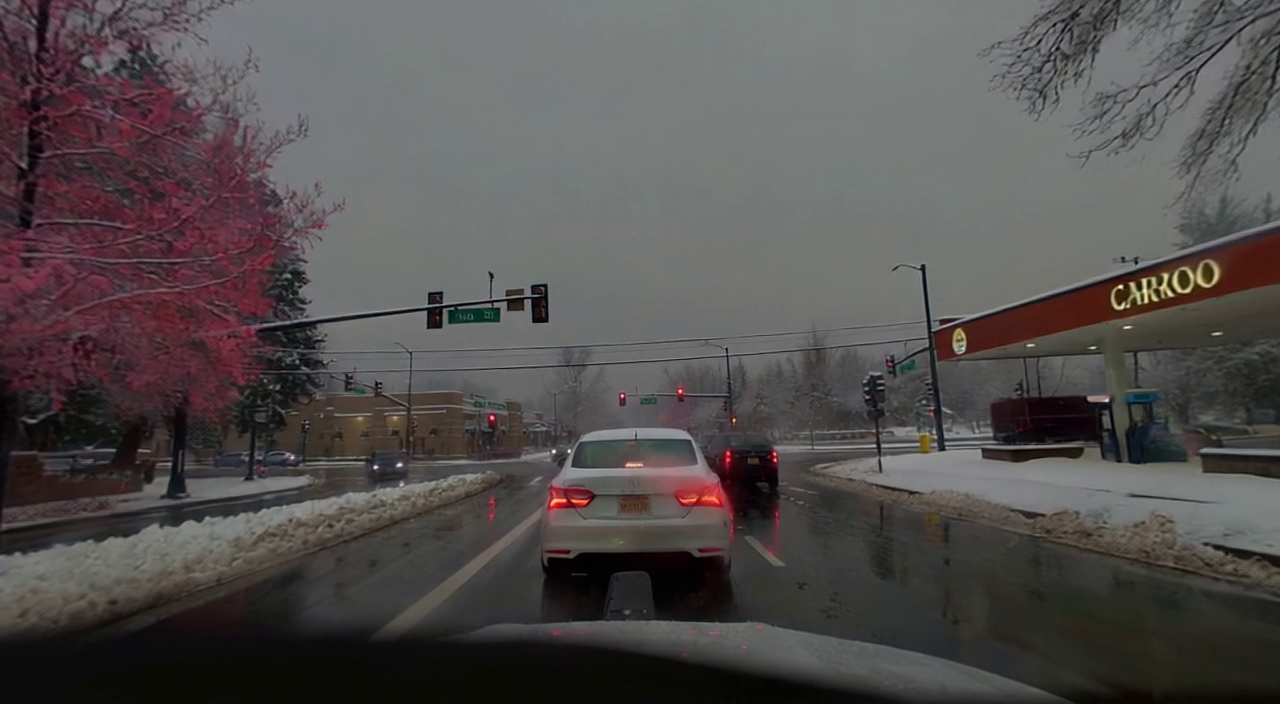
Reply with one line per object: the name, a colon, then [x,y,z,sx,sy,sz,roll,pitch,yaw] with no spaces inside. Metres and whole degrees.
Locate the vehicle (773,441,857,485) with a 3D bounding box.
vehicle: [6.521,4.161,23.996,1.942,1.511,4.390,0,-8,0]

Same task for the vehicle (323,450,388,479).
vehicle: [-15.797,6.179,34.857,1.944,1.465,4.609,7,-11,-40]

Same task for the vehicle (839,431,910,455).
vehicle: [18.183,7.084,49.010,4.656,1.605,1.942,-3,-8,4]

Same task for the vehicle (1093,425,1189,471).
vehicle: [18.559,3.528,23.273,4.300,1.495,2.053,8,-12,-43]

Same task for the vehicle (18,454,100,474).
vehicle: [-42.815,8.255,46.478,4.511,1.407,1.764,-1,-8,4]

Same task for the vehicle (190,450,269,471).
vehicle: [-29.463,7.759,45.280,4.466,1.438,1.837,-1,-8,5]

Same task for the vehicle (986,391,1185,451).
vehicle: [30.069,4.736,42.928,10.890,3.868,3.021,-1,-8,2]

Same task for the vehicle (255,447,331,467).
vehicle: [-26.798,8.126,48.766,4.806,1.472,1.886,-1,-8,5]

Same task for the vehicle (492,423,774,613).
vehicle: [-0.074,1.608,7.060,2.213,1.482,4.057,0,-8,-1]
